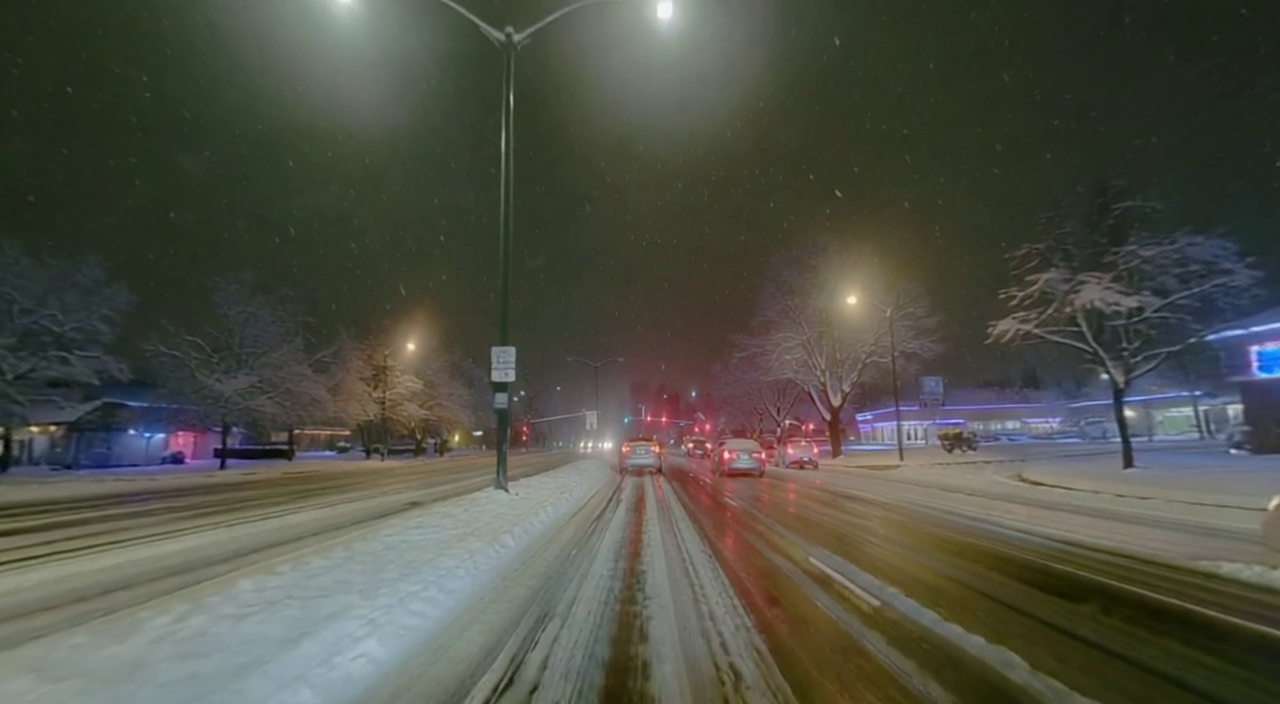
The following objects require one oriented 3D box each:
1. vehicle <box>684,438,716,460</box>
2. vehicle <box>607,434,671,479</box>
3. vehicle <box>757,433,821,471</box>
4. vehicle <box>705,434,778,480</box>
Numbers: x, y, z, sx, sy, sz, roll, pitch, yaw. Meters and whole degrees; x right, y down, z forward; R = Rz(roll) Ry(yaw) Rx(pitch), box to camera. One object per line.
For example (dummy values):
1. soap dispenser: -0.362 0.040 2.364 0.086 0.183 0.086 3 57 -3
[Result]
1. vehicle: 4.242 6.882 44.903 1.862 1.457 4.204 0 -8 0
2. vehicle: -0.033 3.727 22.860 2.096 1.473 3.893 0 -8 0
3. vehicle: 7.320 4.940 31.457 2.044 1.701 4.397 1 -8 -1
4. vehicle: 3.631 3.811 23.333 1.988 1.528 4.144 0 -8 0
